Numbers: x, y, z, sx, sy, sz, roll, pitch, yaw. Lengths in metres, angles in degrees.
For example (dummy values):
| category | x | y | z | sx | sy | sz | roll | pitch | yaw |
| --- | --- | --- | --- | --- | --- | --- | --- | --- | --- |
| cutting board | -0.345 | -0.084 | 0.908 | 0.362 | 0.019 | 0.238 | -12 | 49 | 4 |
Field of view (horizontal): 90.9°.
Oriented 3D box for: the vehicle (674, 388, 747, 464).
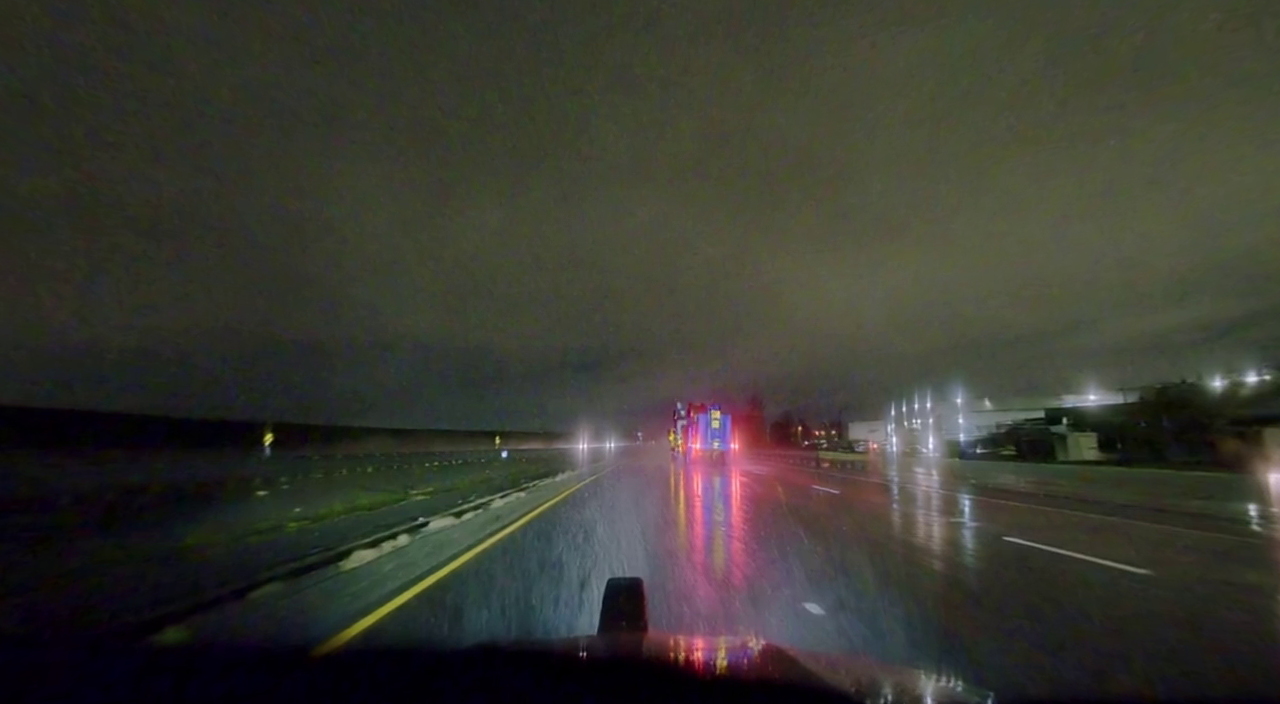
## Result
| category | x | y | z | sx | sy | sz | roll | pitch | yaw |
| --- | --- | --- | --- | --- | --- | --- | --- | --- | --- |
| vehicle | 3.862 | 4.351 | 36.434 | 3.279 | 3.956 | 6.541 | 0 | -9 | -1 |
